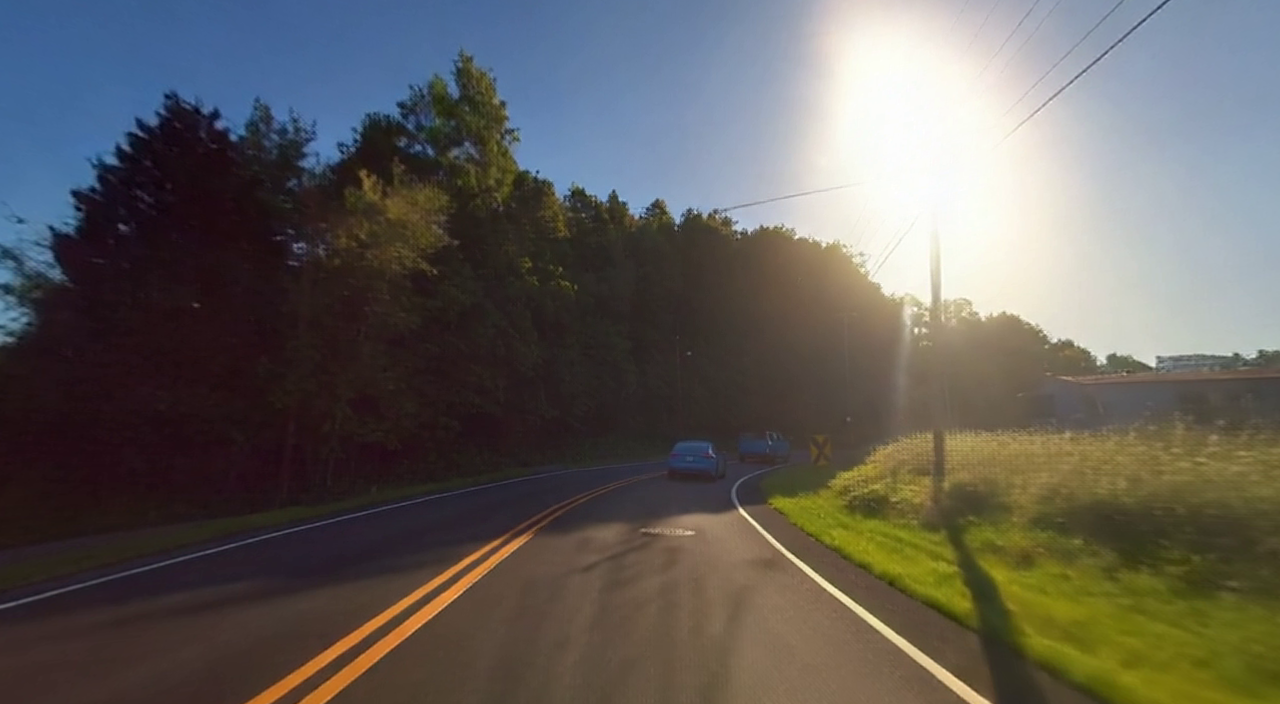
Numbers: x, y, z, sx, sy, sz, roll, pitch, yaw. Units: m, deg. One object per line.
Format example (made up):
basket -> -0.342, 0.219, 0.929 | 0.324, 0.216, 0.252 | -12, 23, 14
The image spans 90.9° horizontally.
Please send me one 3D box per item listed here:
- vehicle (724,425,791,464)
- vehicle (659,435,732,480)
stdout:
vehicle -> 7.297, 5.665, 38.503 | 2.376, 2.145, 5.953 | -4, -9, 27
vehicle -> 2.234, 4.025, 24.340 | 2.157, 1.565, 4.243 | -2, -9, 14
